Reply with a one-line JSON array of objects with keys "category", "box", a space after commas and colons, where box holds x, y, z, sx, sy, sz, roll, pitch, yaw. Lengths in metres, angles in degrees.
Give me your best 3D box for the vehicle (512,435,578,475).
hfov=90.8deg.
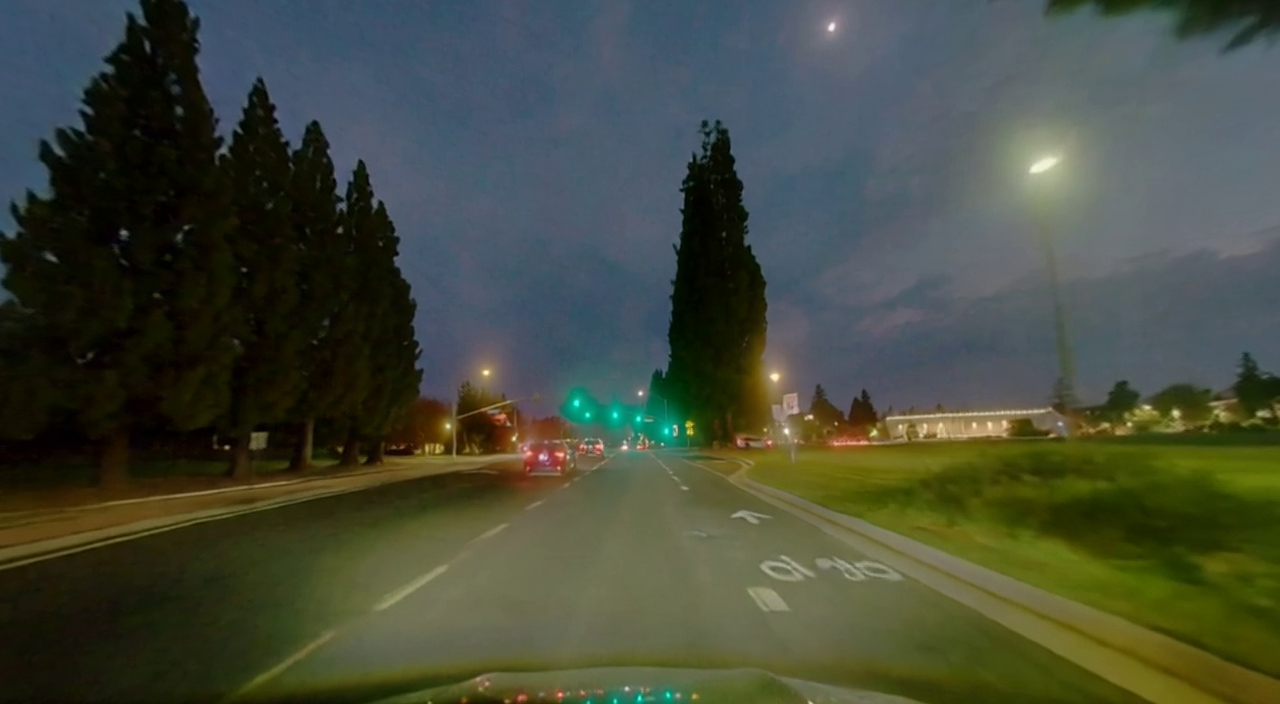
[{"category": "vehicle", "box": [-3.649, 4.045, 24.995, 1.932, 1.431, 4.144, 0, -8, 1]}]
